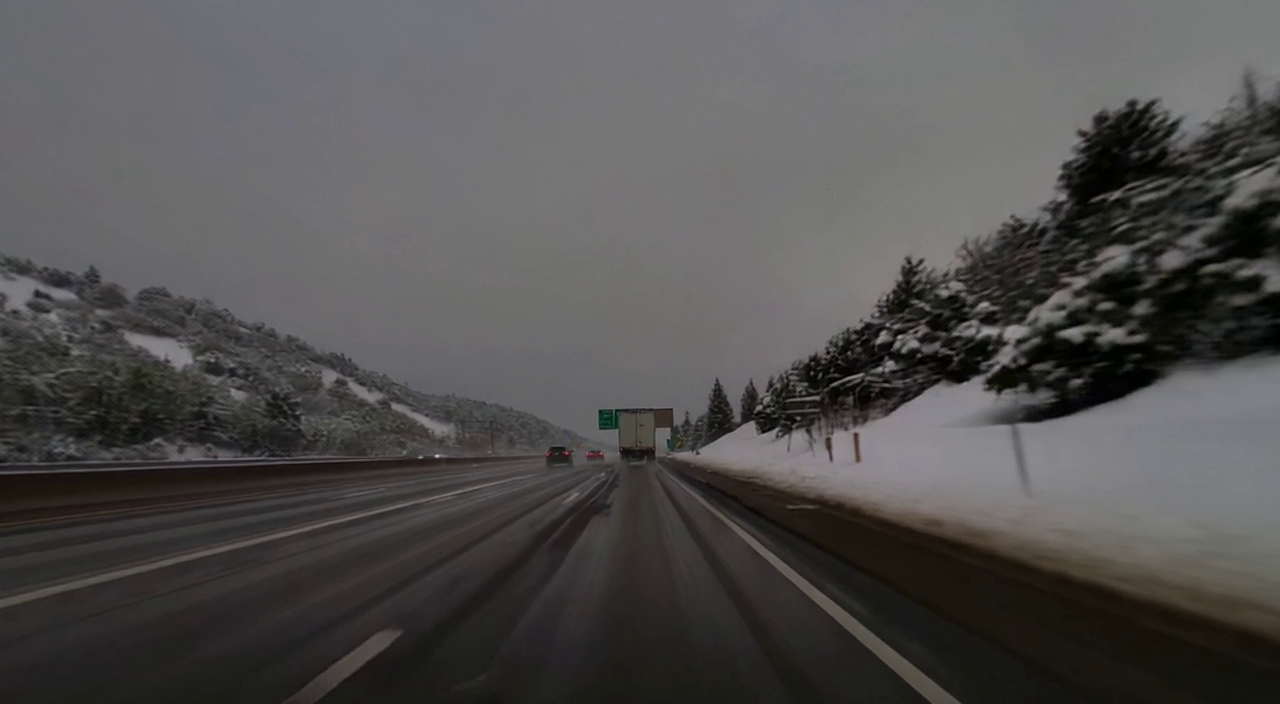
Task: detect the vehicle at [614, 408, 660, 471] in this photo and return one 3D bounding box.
[{"bbox_3d":[-0.098,6.634,47.497,3.039,4.131,11.822,0,-9,1],"label":"vehicle"}]
